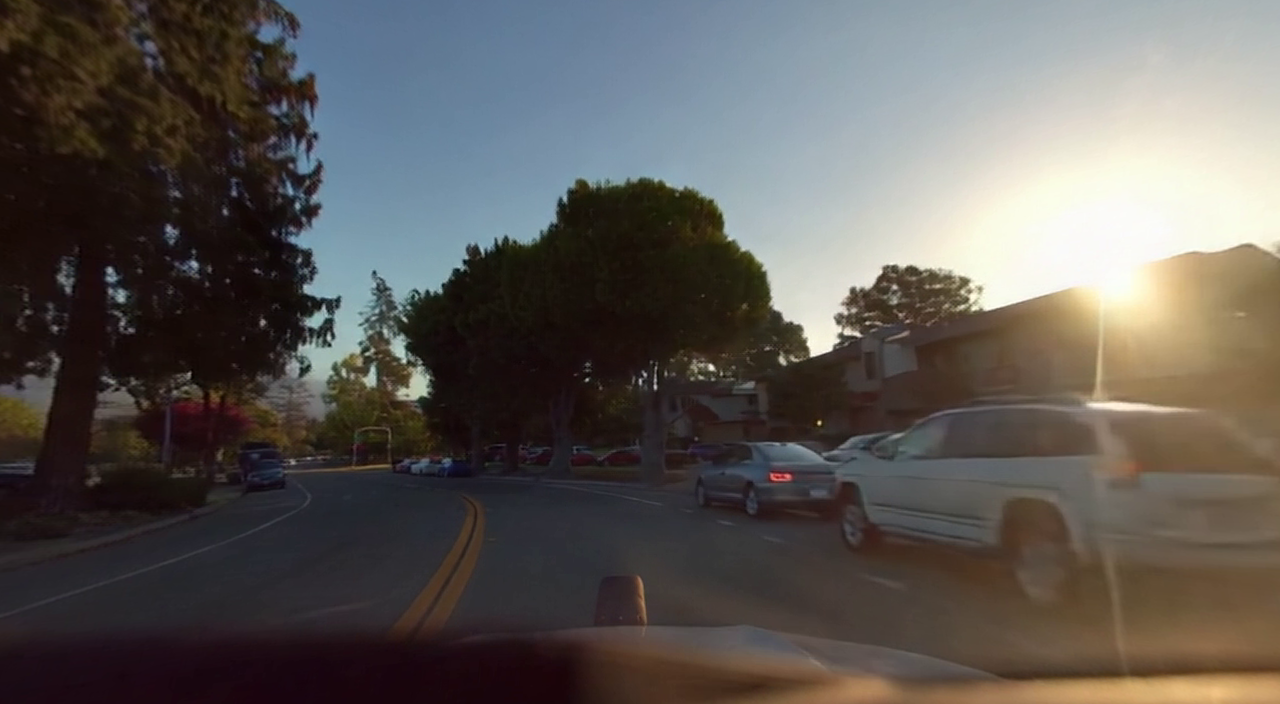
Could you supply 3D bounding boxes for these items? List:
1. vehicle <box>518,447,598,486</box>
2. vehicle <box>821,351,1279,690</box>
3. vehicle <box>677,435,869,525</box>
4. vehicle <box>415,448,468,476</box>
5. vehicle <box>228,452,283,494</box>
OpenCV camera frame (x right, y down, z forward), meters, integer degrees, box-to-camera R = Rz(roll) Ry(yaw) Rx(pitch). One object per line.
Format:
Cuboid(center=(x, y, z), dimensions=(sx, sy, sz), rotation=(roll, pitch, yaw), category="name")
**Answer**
Cuboid(center=(-3.655, 4.879, 27.433), dimensions=(1.884, 1.508, 4.713), rotation=(4, -9, -28), category="vehicle")
Cuboid(center=(3.795, 1.250, 5.965), dimensions=(2.289, 1.785, 4.944), rotation=(1, -8, -6), category="vehicle")
Cuboid(center=(2.493, 2.549, 13.304), dimensions=(2.066, 1.509, 4.579), rotation=(2, -9, -15), category="vehicle")
Cuboid(center=(-14.443, 7.870, 45.731), dimensions=(2.255, 1.863, 5.629), rotation=(5, -10, -31), category="vehicle")
Cuboid(center=(-19.601, 6.092, 32.222), dimensions=(2.171, 1.838, 5.344), rotation=(2, -9, -32), category="vehicle")
